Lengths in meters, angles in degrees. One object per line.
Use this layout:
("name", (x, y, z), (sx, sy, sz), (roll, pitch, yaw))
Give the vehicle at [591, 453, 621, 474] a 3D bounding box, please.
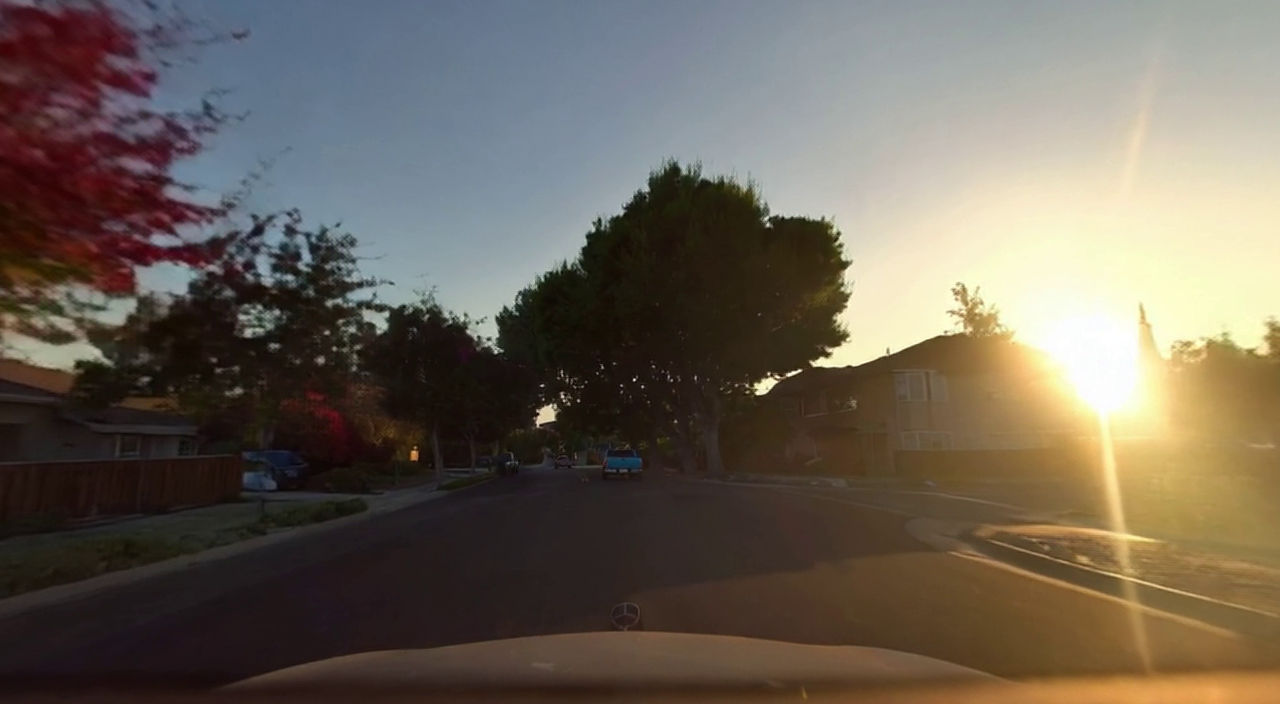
("vehicle", (-2.589, 8.316, 47.383), (2.064, 1.477, 3.968), (1, -9, -5))
